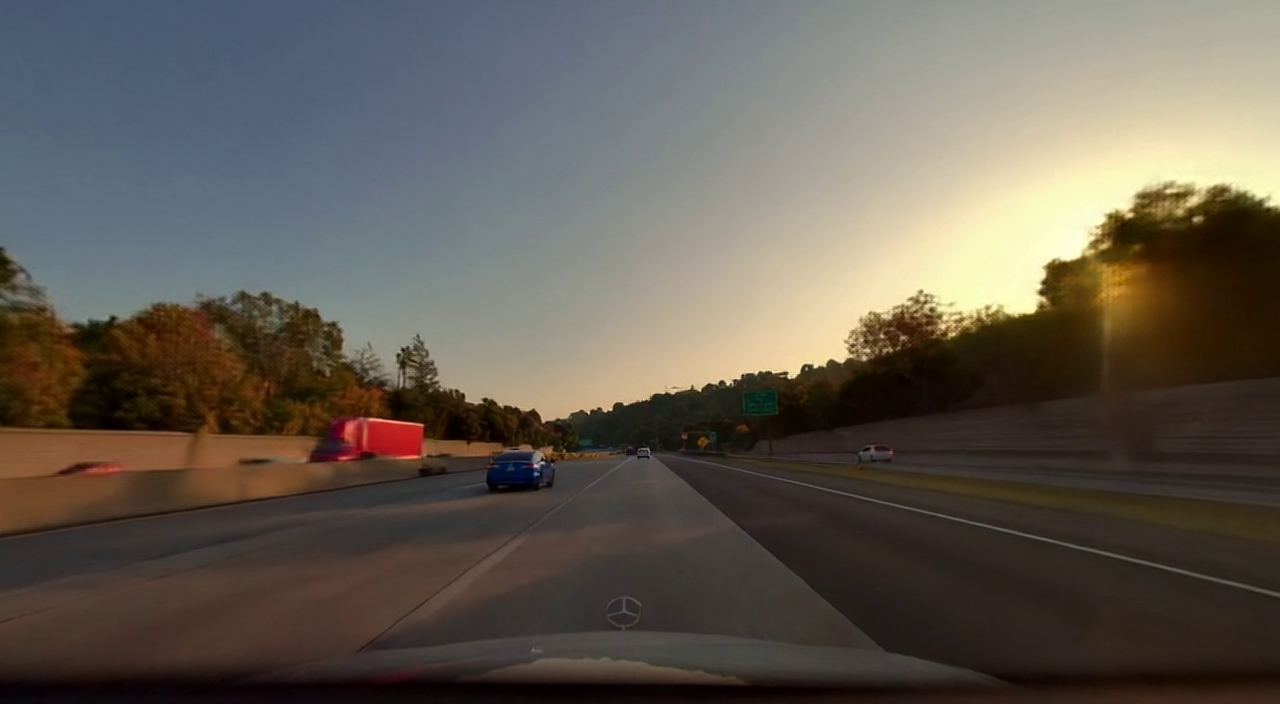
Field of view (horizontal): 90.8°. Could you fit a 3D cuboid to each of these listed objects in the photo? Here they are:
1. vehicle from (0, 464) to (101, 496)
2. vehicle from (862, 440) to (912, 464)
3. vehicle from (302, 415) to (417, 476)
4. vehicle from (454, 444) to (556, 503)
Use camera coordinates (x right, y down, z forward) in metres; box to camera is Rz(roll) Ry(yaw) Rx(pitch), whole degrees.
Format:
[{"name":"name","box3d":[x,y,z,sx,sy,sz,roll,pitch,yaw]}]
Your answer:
[{"name":"vehicle","box3d":[-31.372,6.693,33.324,1.998,1.470,4.302,0,-9,-2]},{"name":"vehicle","box3d":[18.504,7.502,47.410,1.925,1.648,4.367,0,-9,-1]},{"name":"vehicle","box3d":[-20.471,7.054,47.365,3.002,3.888,12.377,0,-9,0]},{"name":"vehicle","box3d":[-3.676,3.400,18.090,1.873,1.438,4.546,0,-9,1]}]
